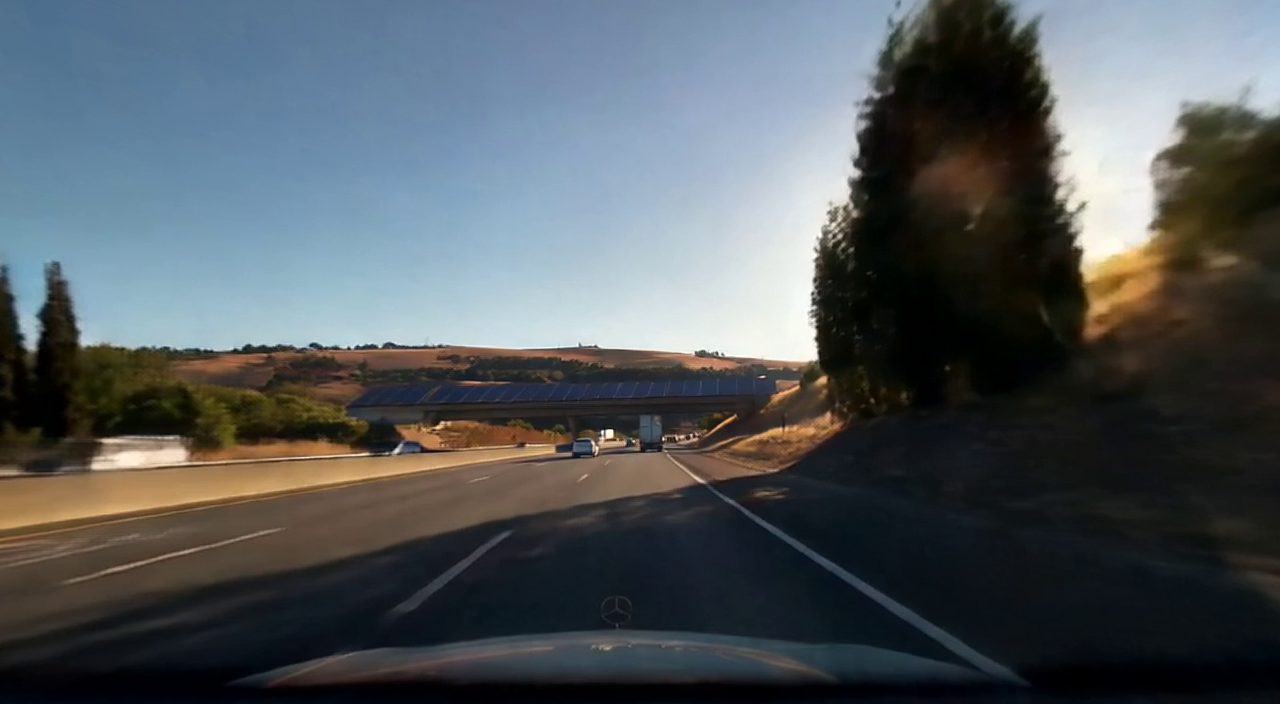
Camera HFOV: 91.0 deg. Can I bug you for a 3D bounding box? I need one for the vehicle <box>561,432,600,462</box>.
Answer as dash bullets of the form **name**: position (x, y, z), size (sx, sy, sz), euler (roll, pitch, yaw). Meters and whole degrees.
- **vehicle**: position (-3.991, 6.518, 43.237), size (2.130, 1.935, 4.817), euler (-1, -8, 1)
